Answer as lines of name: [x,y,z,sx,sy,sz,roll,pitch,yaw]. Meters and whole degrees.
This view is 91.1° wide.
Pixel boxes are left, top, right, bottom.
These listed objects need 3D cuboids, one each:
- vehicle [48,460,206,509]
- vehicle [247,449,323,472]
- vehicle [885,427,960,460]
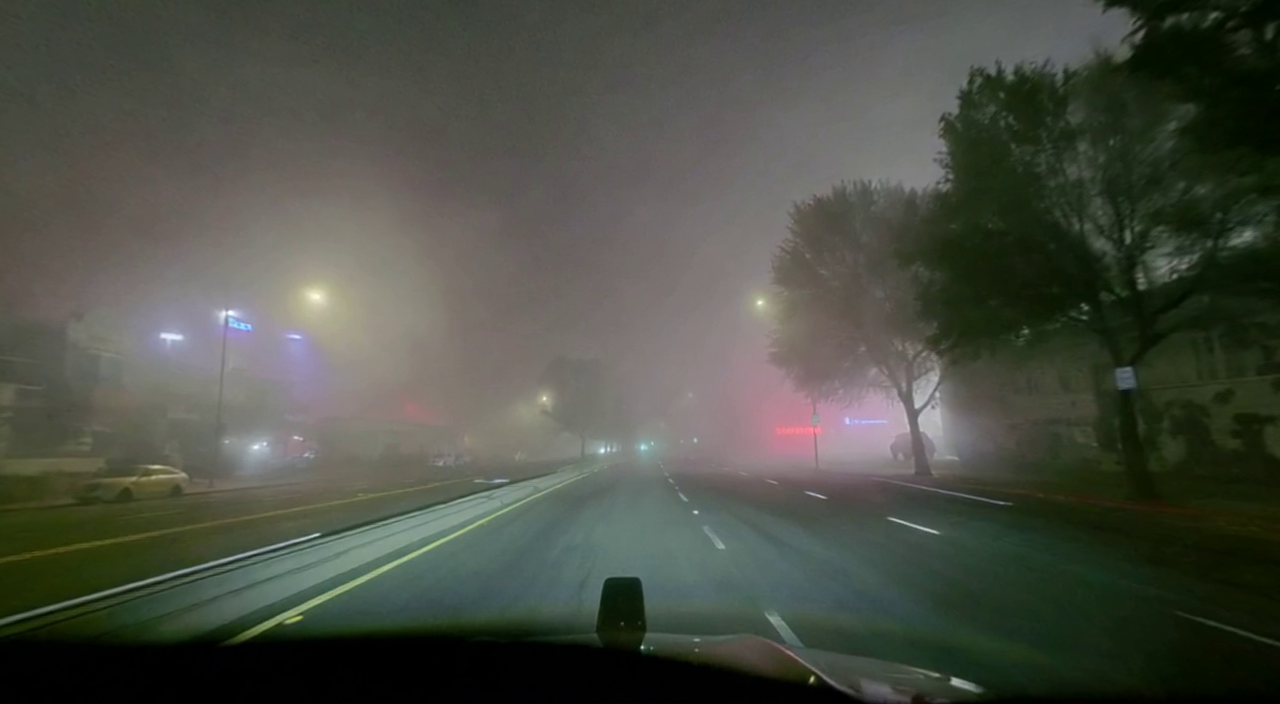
vehicle: [-19.679,5.062,24.467,2.068,1.479,4.889,-1,-8,0]
vehicle: [-27.459,8.406,48.695,4.573,1.633,2.016,1,-8,-5]
vehicle: [16.784,5.516,37.653,2.151,1.814,5.129,0,-8,1]
